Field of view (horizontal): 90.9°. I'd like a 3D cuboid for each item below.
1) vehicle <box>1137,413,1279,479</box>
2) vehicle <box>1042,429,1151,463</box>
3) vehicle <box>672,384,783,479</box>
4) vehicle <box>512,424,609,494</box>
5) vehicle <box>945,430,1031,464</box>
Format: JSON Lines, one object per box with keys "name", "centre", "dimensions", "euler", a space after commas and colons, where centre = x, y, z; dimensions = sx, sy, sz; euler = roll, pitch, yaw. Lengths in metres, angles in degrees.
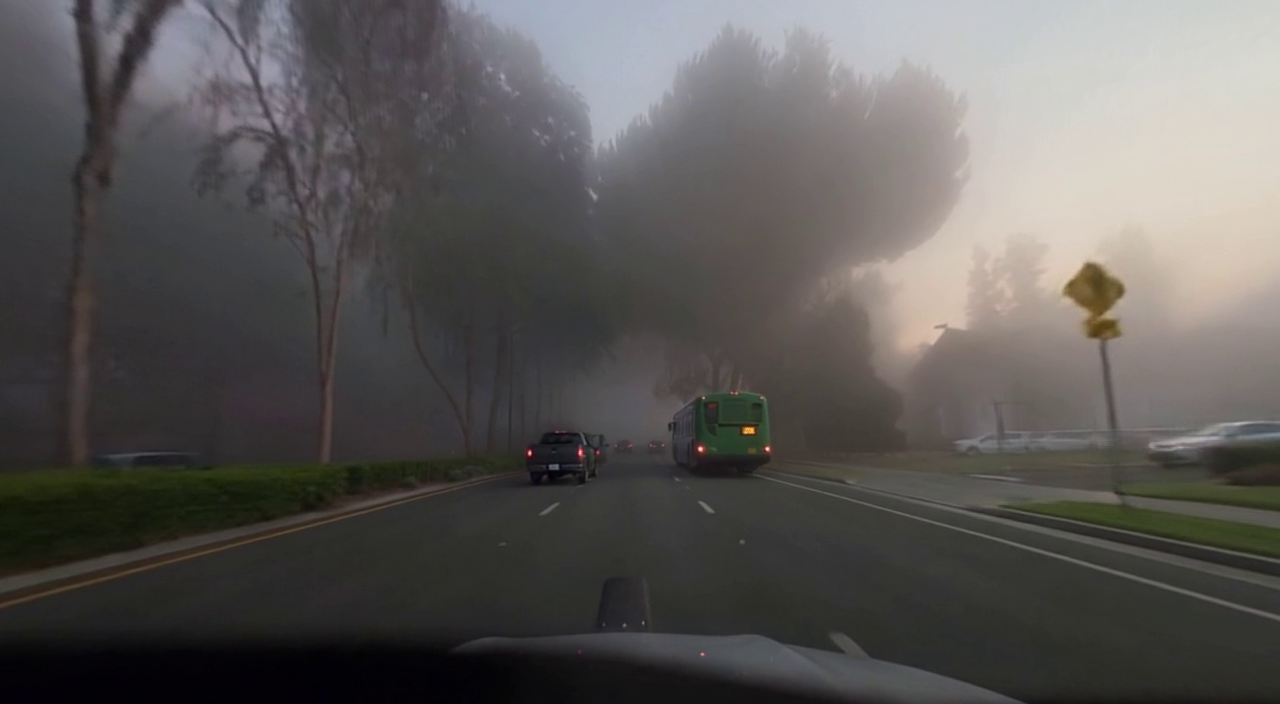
{"name": "vehicle", "centre": [16.677, 2.645, 17.831], "dimensions": [1.972, 1.648, 4.016], "euler": [-1, -8, 2]}
{"name": "vehicle", "centre": [21.843, 4.546, 30.429], "dimensions": [1.905, 1.481, 4.731], "euler": [-1, -8, 3]}
{"name": "vehicle", "centre": [3.332, 3.641, 27.990], "dimensions": [3.059, 3.264, 12.623], "euler": [0, -8, 0]}
{"name": "vehicle", "centre": [-2.255, 3.225, 19.424], "dimensions": [2.074, 1.849, 5.137], "euler": [-1, -8, 3]}
{"name": "vehicle", "centre": [16.545, 4.584, 30.264], "dimensions": [1.797, 1.455, 4.342], "euler": [-2, -9, 3]}
